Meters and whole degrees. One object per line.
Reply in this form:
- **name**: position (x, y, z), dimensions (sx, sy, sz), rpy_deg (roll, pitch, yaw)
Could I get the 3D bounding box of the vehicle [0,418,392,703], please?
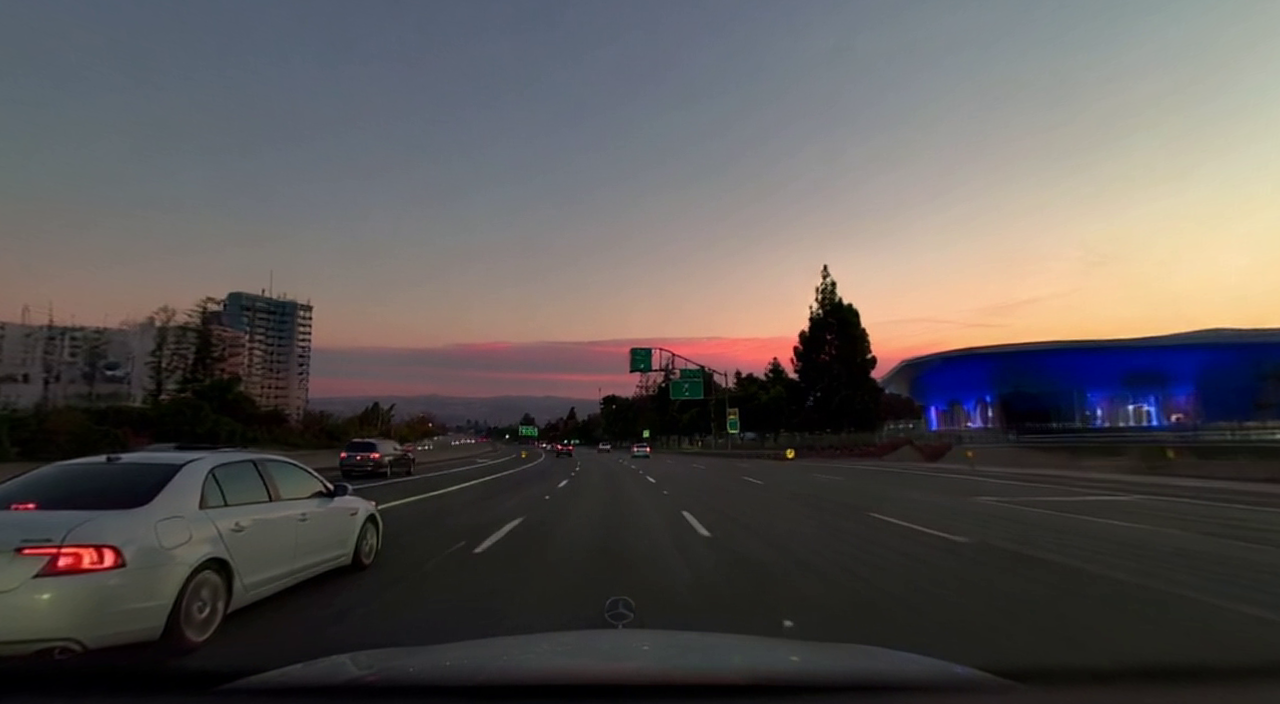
- **vehicle**: position (-3.999, 1.399, 5.394), dimensions (2.018, 1.476, 4.364), rpy_deg (0, -8, -1)
